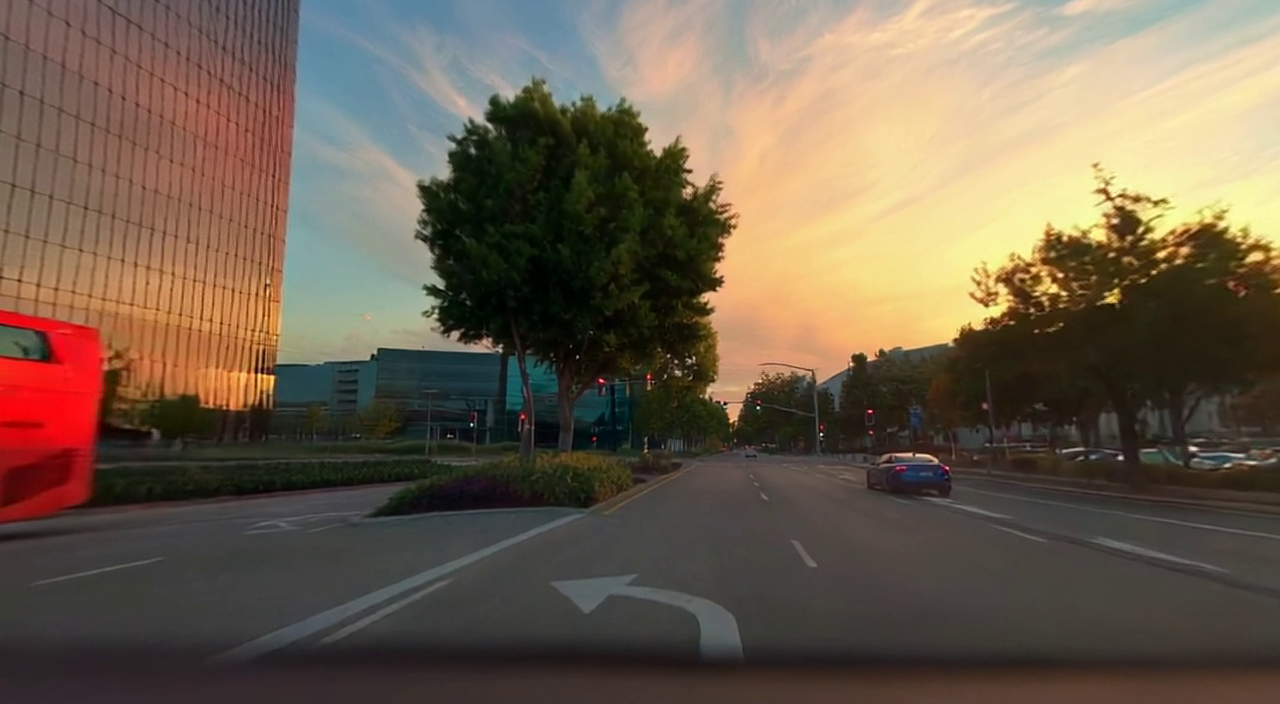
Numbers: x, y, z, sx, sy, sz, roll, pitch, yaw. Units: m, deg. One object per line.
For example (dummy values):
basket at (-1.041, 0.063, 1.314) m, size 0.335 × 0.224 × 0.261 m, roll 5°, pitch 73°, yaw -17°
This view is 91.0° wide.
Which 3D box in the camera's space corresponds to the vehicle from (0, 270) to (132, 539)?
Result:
vehicle at (-12.801, 0.174, 5.987) m, size 3.110 × 4.418 × 13.688 m, roll -1°, pitch -9°, yaw 7°

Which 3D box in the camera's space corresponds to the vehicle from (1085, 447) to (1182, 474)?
vehicle at (28.998, 6.379, 37.114) m, size 3.896 × 1.471 × 1.936 m, roll -2°, pitch -8°, yaw 10°

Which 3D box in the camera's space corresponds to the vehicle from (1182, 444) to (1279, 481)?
vehicle at (28.220, 5.152, 29.407) m, size 3.824 × 1.453 × 1.894 m, roll -4°, pitch -8°, yaw 6°

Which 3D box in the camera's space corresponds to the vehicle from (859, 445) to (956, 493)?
vehicle at (9.303, 4.075, 22.311) m, size 1.993 × 1.501 × 4.127 m, roll -1°, pitch -9°, yaw 6°
